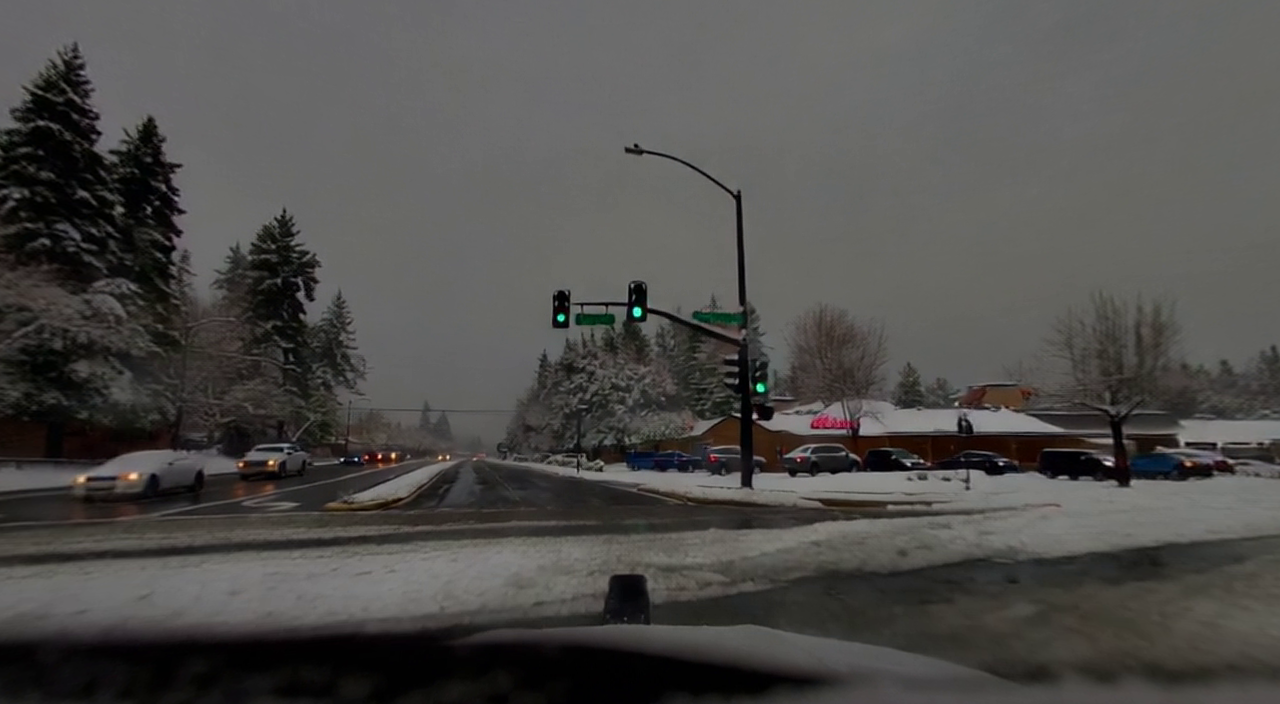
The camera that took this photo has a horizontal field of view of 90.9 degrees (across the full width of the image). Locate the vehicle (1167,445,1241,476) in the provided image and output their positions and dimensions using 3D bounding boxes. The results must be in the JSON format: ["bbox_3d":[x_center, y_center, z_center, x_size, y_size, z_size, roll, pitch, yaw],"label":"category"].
[{"bbox_3d":[36.774,6.992,41.041,4.689,1.888,2.114,5,-10,-31],"label":"vehicle"}]

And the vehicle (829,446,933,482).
[{"bbox_3d":[11.871,5.478,31.119,4.375,1.685,2.045,2,-9,-16],"label":"vehicle"}]

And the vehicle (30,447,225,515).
[{"bbox_3d":[-13.228,3.291,16.745,1.961,1.492,4.702,2,-9,-11],"label":"vehicle"}]

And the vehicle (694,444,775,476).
[{"bbox_3d":[5.647,6.385,37.490,4.669,1.770,1.896,5,-10,-32],"label":"vehicle"}]

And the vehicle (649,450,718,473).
[{"bbox_3d":[2.930,7.334,42.359,4.257,1.474,1.751,3,-9,-22],"label":"vehicle"}]

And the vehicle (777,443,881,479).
[{"bbox_3d":[10.154,5.795,33.826,5.314,1.829,2.018,4,-9,-25],"label":"vehicle"}]

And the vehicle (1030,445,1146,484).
[{"bbox_3d":[20.967,5.232,29.536,4.530,1.696,1.979,3,-9,-17],"label":"vehicle"}]

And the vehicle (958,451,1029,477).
[{"bbox_3d":[21.933,6.916,39.105,4.324,1.437,1.865,5,-10,-31],"label":"vehicle"}]

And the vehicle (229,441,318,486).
[{"bbox_3d":[-16.443,4.998,28.648,2.049,1.817,5.292,2,-9,-14],"label":"vehicle"}]
